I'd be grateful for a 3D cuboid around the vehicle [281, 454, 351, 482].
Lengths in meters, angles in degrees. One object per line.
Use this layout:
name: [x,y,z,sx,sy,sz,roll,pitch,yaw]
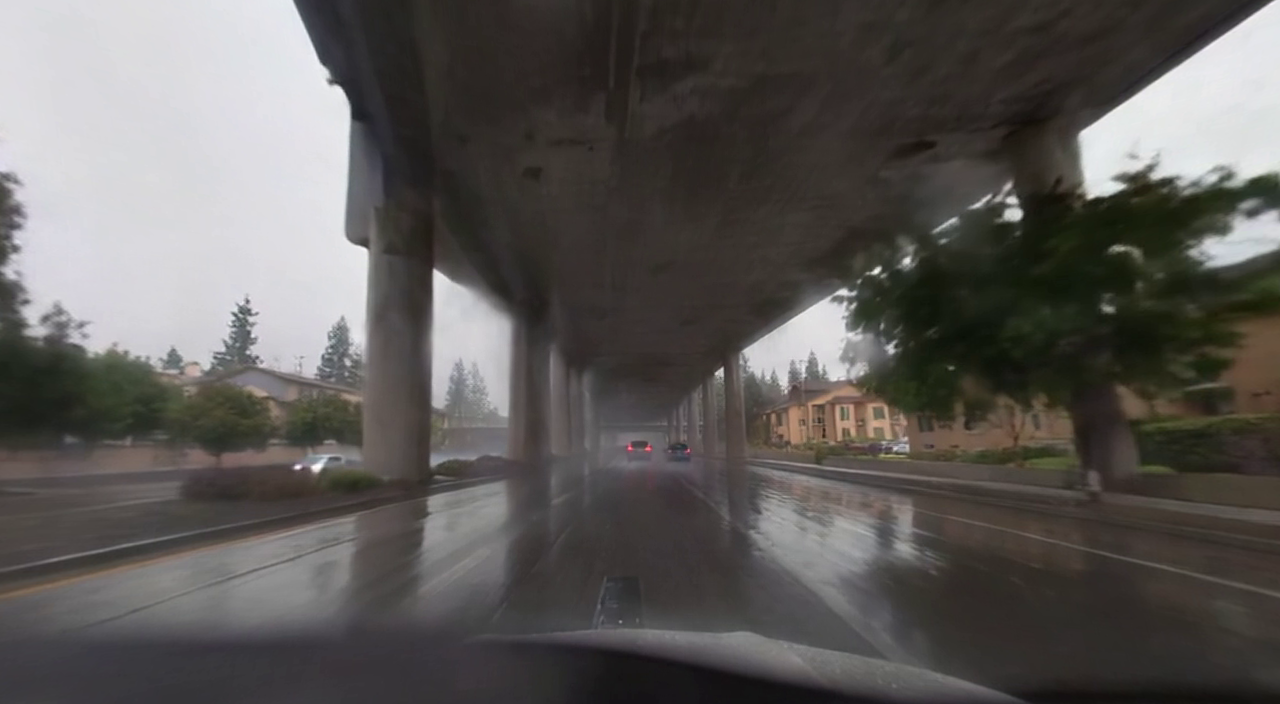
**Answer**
vehicle: [-18.524,6.646,36.358,1.805,1.444,4.221,0,-8,0]
